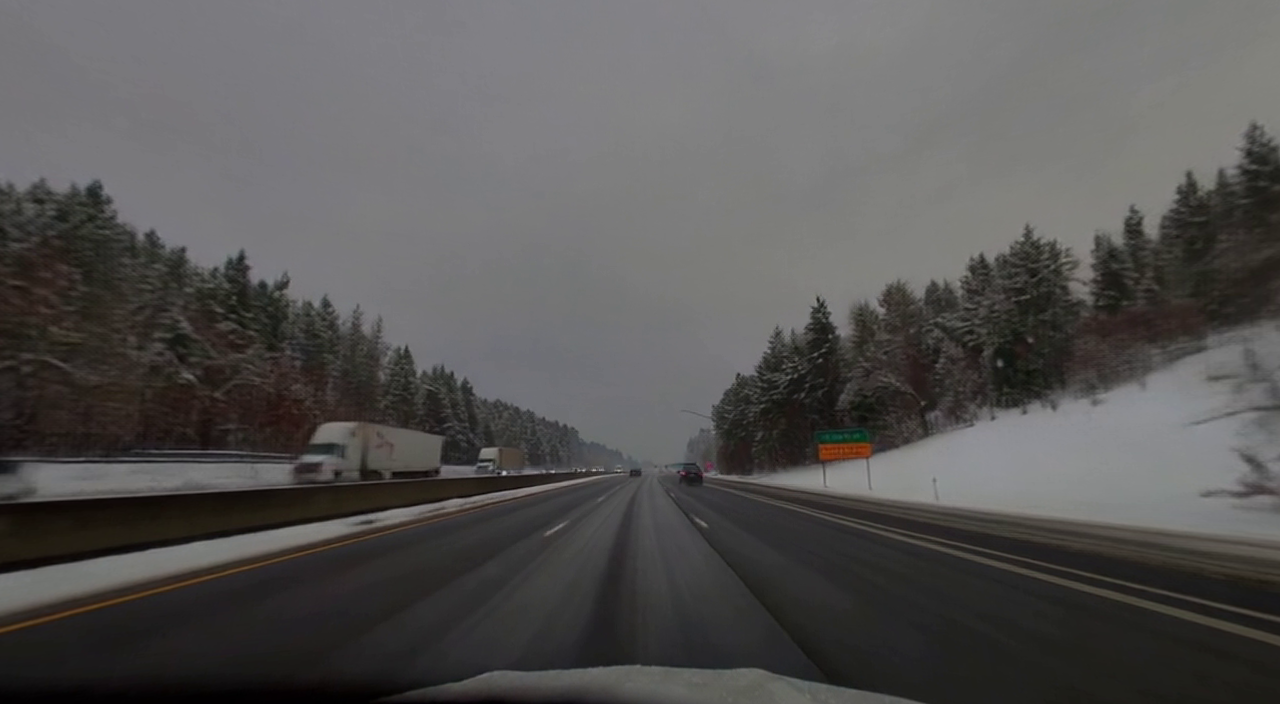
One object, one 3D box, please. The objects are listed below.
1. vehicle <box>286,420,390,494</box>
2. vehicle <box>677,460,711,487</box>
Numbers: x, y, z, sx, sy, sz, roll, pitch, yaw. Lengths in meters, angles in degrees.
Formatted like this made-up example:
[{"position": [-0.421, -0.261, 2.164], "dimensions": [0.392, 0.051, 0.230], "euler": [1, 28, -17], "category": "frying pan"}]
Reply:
[{"position": [-17.769, 6.270, 37.622], "dimensions": [3.019, 3.988, 5.836], "euler": [1, -10, 1], "category": "vehicle"}, {"position": [4.027, 9.232, 47.983], "dimensions": [2.093, 1.933, 4.623], "euler": [1, -10, -1], "category": "vehicle"}]
